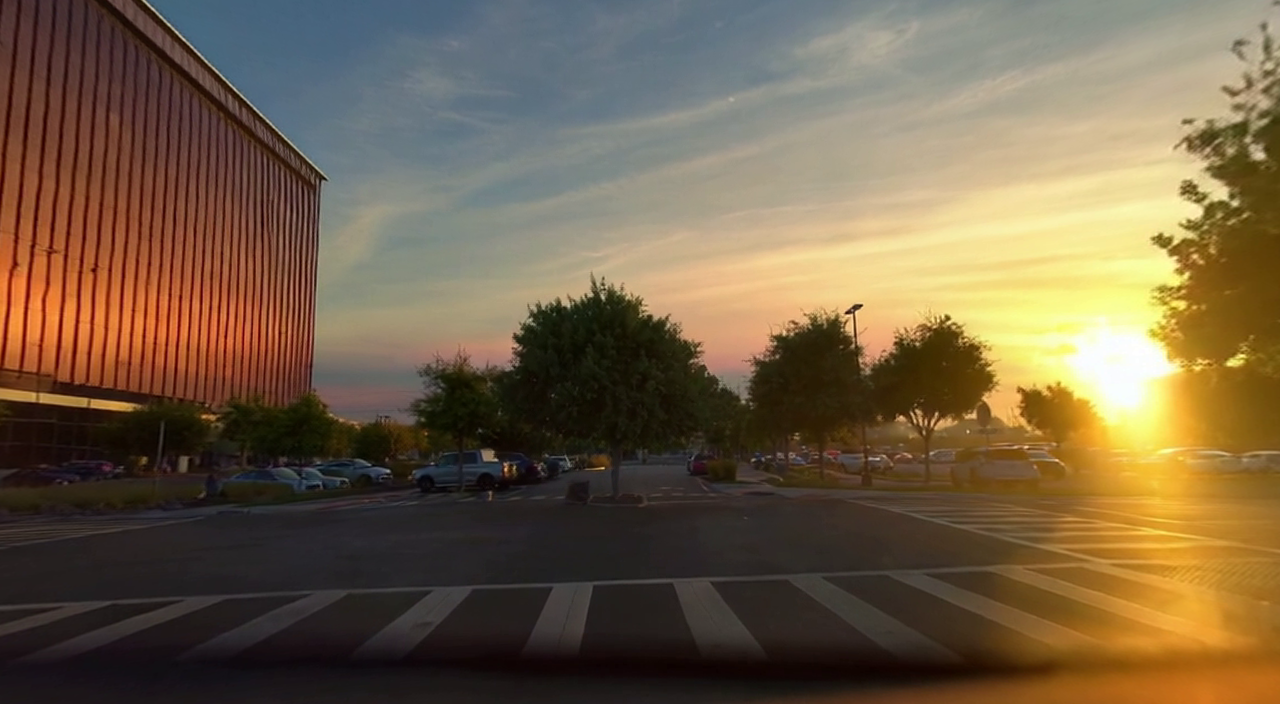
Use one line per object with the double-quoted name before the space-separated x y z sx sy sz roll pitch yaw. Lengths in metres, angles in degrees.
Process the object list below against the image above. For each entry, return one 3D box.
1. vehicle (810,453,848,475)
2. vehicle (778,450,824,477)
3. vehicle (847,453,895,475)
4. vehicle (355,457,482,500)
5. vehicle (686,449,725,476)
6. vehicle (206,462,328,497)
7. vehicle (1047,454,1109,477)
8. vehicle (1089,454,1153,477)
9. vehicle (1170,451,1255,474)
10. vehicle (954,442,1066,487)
"vehicle" 14.192 8.400 47.591 1.935 1.477 3.719 -1 -9 4
"vehicle" 10.545 7.305 41.689 1.936 1.673 4.305 0 -8 1
"vehicle" 17.085 8.302 46.917 1.971 1.478 4.477 0 -8 1
"vehicle" -8.698 4.914 24.891 4.442 1.504 1.809 4 -10 -28
"vehicle" 4.587 7.871 45.224 2.262 1.794 5.331 0 -8 0
"vehicle" -16.662 5.690 28.352 4.331 1.437 1.876 -1 -9 3
"vehicle" 28.290 7.339 40.893 1.495 1.371 3.336 -1 -10 -1
"vehicle" 31.247 7.358 41.174 1.519 1.371 3.278 0 -8 -1
"vehicle" 37.000 7.116 40.971 1.678 1.423 4.191 -1 -9 2
"vehicle" 16.494 5.004 28.566 2.048 1.852 4.998 0 -9 0
